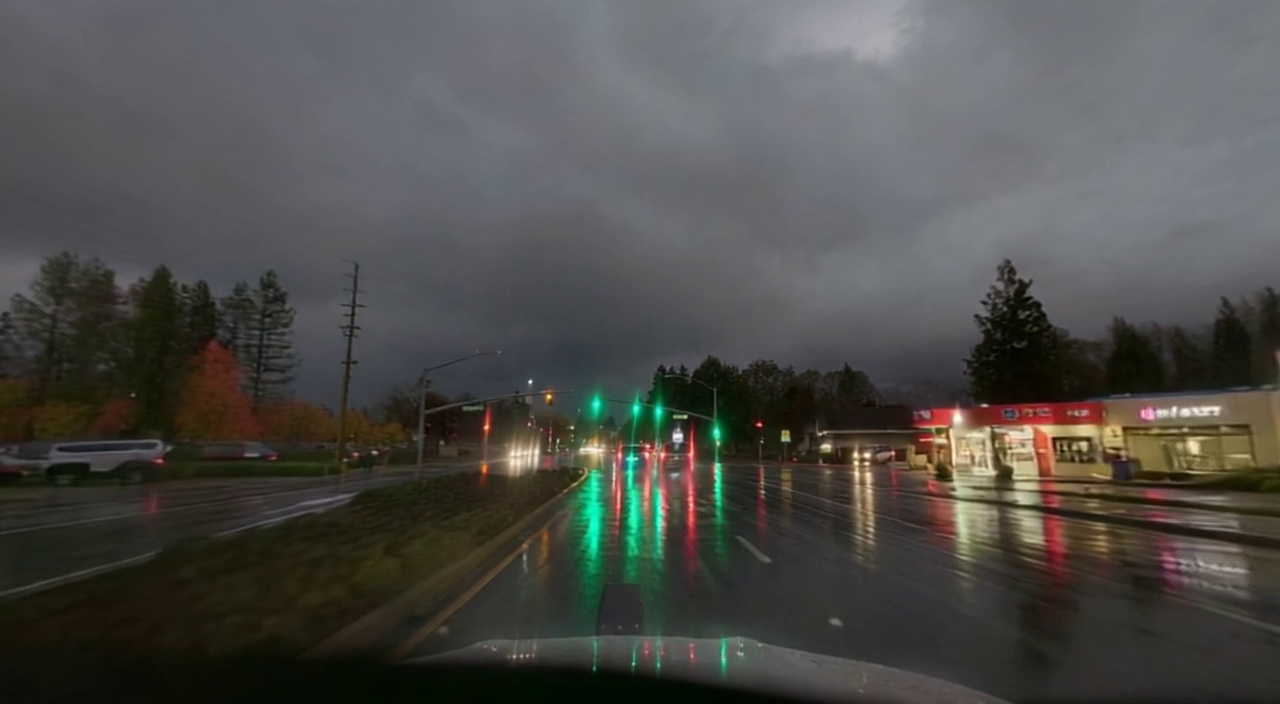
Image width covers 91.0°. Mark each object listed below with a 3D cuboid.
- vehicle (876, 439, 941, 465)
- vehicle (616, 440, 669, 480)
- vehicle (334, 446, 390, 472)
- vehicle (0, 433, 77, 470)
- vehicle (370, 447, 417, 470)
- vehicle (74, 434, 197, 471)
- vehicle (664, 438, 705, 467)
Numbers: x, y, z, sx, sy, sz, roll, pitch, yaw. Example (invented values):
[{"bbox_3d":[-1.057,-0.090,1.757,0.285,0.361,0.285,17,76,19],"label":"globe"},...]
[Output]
[{"bbox_3d":[20.453,7.645,48.362,2.254,1.804,5.953,-1,-9,-1],"label":"vehicle"},{"bbox_3d":[0.082,4.646,27.374,2.145,1.572,4.021,0,-8,-1],"label":"vehicle"},{"bbox_3d":[-19.115,7.365,43.473,1.967,1.680,4.396,-1,-9,-1],"label":"vehicle"},{"bbox_3d":[-37.110,5.931,37.591,4.993,2.132,2.055,0,-8,4],"label":"vehicle"},{"bbox_3d":[-19.124,8.254,48.988,1.920,1.638,4.299,0,-8,0],"label":"vehicle"},{"bbox_3d":[-30.670,6.133,38.368,5.713,2.148,2.107,0,-9,4],"label":"vehicle"},{"bbox_3d":[3.343,7.776,48.927,2.731,2.101,6.047,0,-8,0],"label":"vehicle"}]
